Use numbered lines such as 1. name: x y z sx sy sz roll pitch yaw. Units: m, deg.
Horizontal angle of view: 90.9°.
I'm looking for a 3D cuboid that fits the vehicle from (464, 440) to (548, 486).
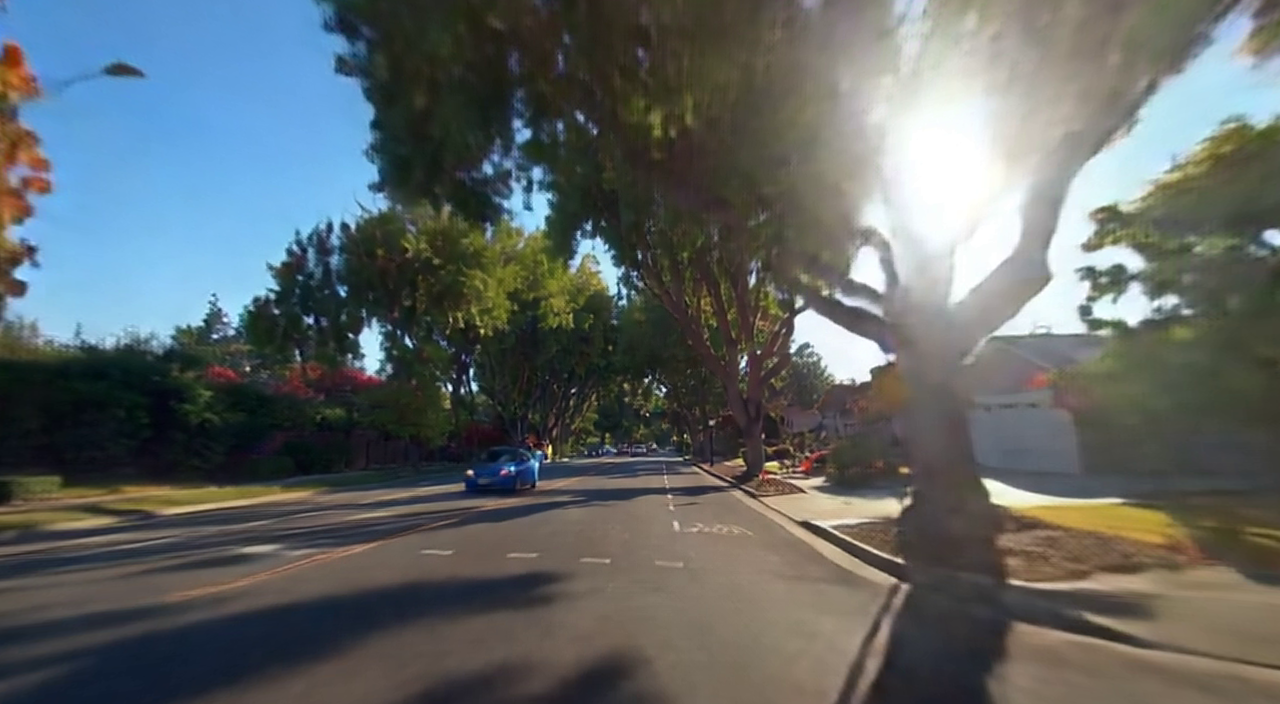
1. vehicle: -4.827 4.056 23.409 1.927 1.521 4.571 0 -8 2
